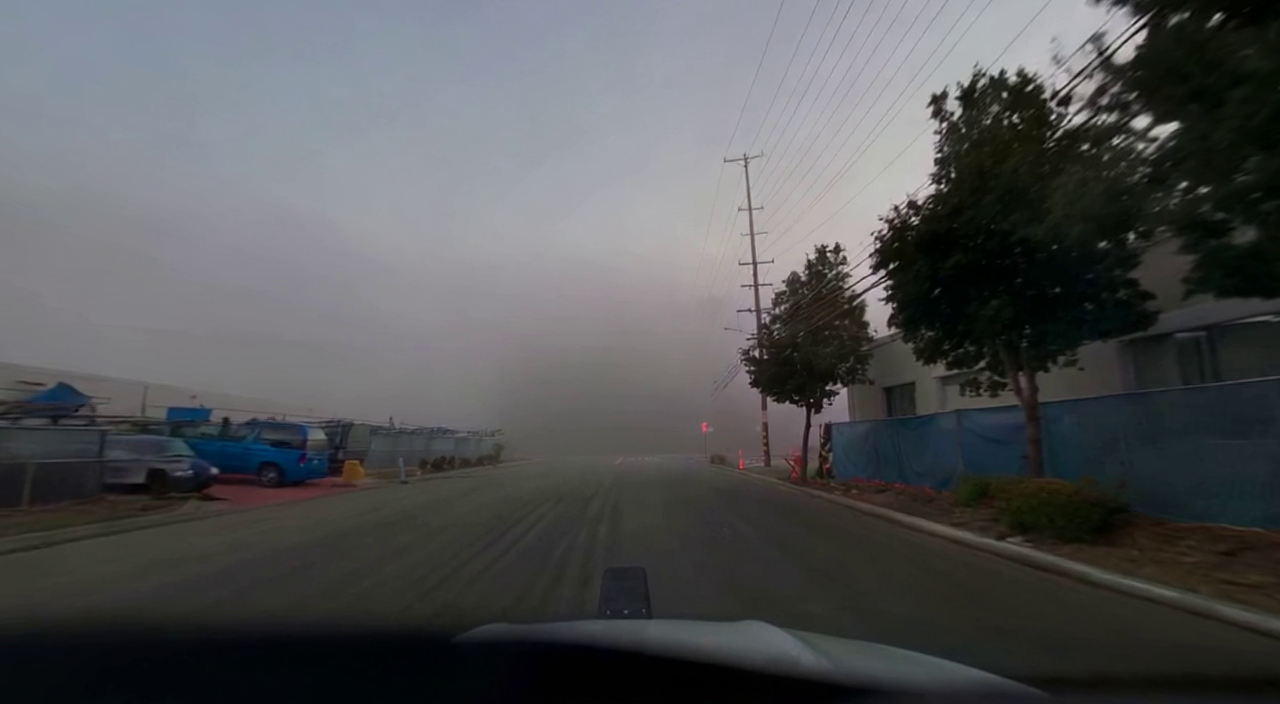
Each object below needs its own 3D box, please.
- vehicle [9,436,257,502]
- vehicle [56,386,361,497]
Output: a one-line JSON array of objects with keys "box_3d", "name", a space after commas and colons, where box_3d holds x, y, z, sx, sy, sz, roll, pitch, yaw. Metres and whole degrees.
[{"box_3d": [-12.697, 2.948, 16.041, 4.582, 1.487, 1.947, 1, -9, 0], "name": "vehicle"}, {"box_3d": [-12.735, 2.712, 19.220, 6.887, 3.069, 3.065, 0, -8, -1], "name": "vehicle"}]
